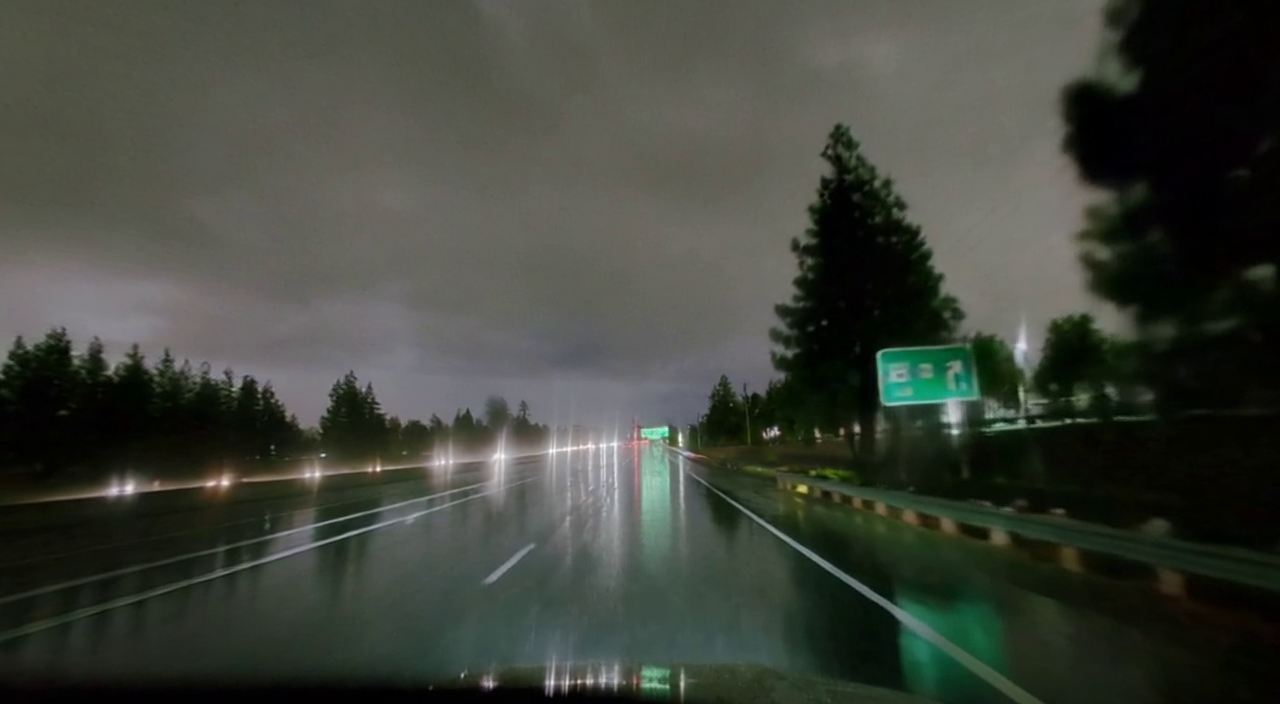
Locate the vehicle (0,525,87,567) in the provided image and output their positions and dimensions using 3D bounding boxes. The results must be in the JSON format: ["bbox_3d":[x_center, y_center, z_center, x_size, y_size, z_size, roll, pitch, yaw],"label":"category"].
[{"bbox_3d":[-30.841,9.708,31.577,1.775,1.530,4.579,-2,-10,3],"label":"vehicle"}]
